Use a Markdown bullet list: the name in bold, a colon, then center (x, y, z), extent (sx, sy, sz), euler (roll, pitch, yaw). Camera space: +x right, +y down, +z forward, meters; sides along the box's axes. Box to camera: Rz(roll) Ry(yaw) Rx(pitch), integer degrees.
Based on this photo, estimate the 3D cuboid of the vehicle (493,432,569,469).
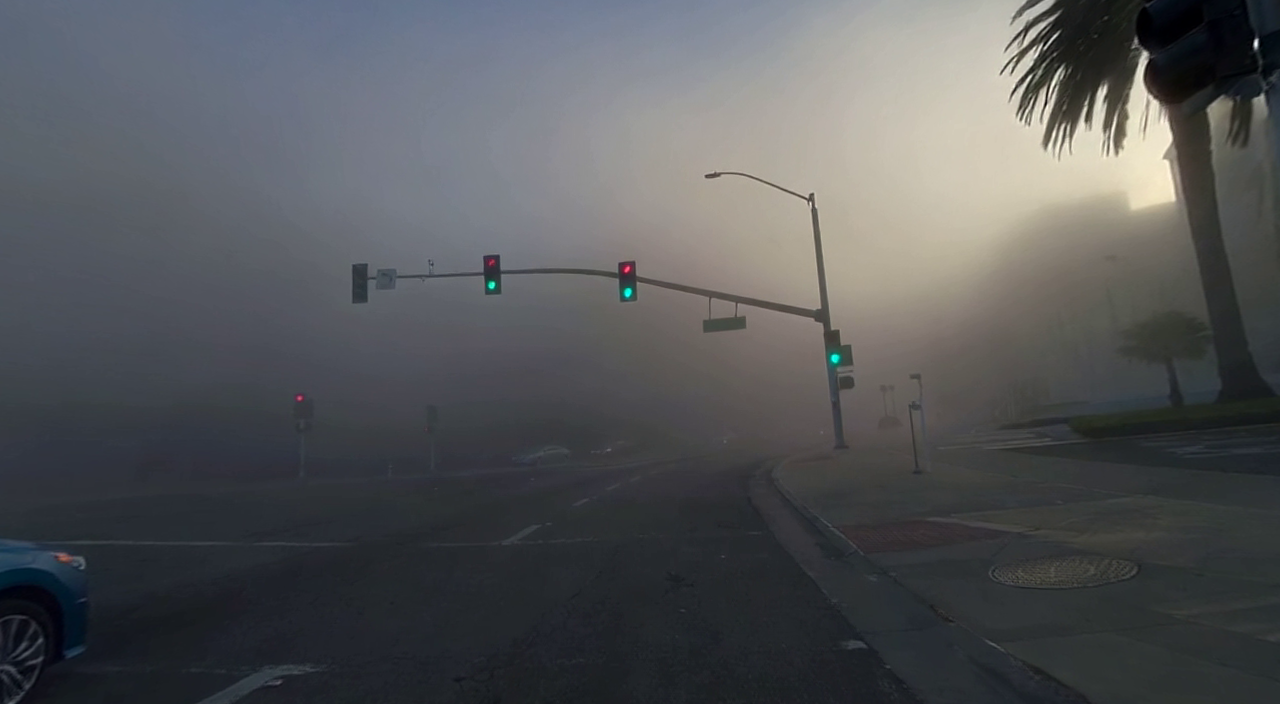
- **vehicle**: center (-5.671, 5.233, 33.633), extent (2.181, 1.792, 4.648), euler (-3, -9, 16)
